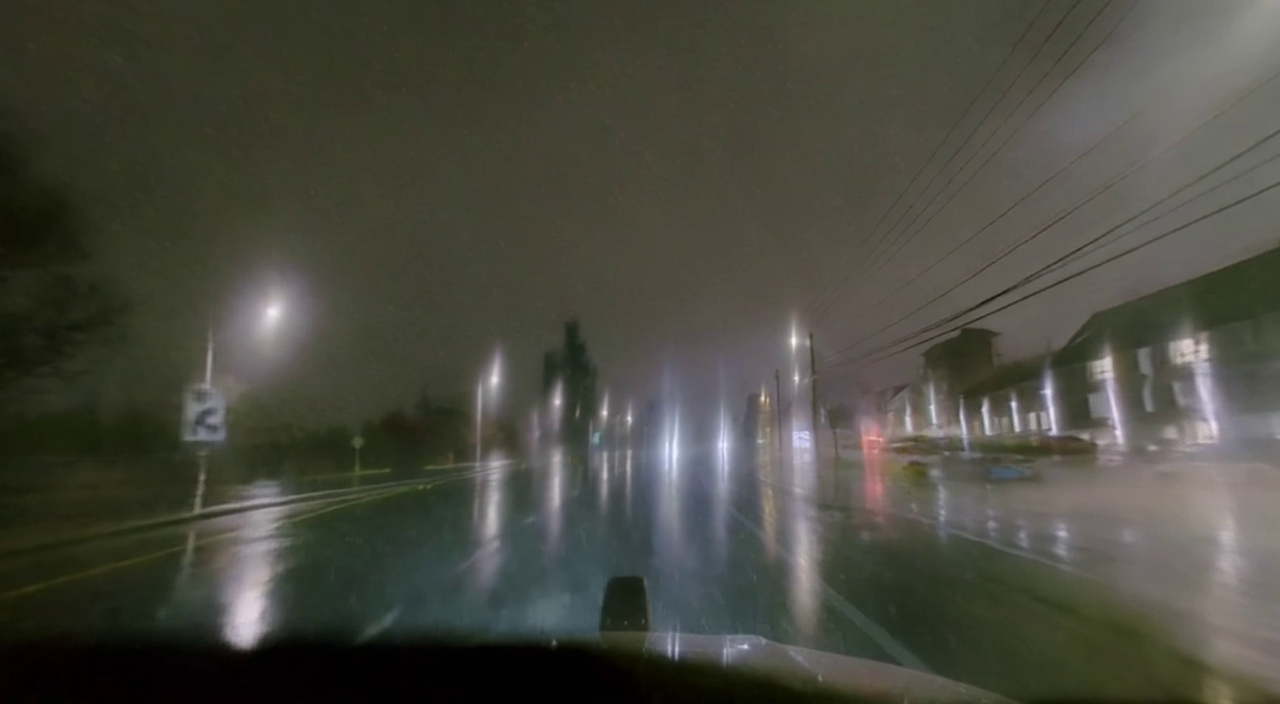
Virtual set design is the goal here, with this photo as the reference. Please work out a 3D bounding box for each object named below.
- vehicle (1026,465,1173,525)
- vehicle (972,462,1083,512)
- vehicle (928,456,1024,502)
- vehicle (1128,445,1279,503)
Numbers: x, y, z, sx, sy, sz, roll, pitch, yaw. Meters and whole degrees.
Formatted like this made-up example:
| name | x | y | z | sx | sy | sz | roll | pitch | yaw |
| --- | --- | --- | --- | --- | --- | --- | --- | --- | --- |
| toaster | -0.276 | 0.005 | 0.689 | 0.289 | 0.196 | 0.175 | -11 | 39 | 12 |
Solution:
| name | x | y | z | sx | sy | sz | roll | pitch | yaw |
| --- | --- | --- | --- | --- | --- | --- | --- | --- | --- |
| vehicle | 14.006 | 4.247 | 19.151 | 4.475 | 1.492 | 1.925 | 5 | -10 | -31 |
| vehicle | 13.975 | 4.775 | 22.651 | 4.514 | 1.495 | 1.748 | 6 | -11 | -36 |
| vehicle | 14.125 | 5.228 | 26.391 | 4.456 | 1.693 | 2.017 | 8 | -12 | -42 |
| vehicle | 21.483 | 4.420 | 23.448 | 2.119 | 1.874 | 4.855 | 2 | -9 | -13 |
